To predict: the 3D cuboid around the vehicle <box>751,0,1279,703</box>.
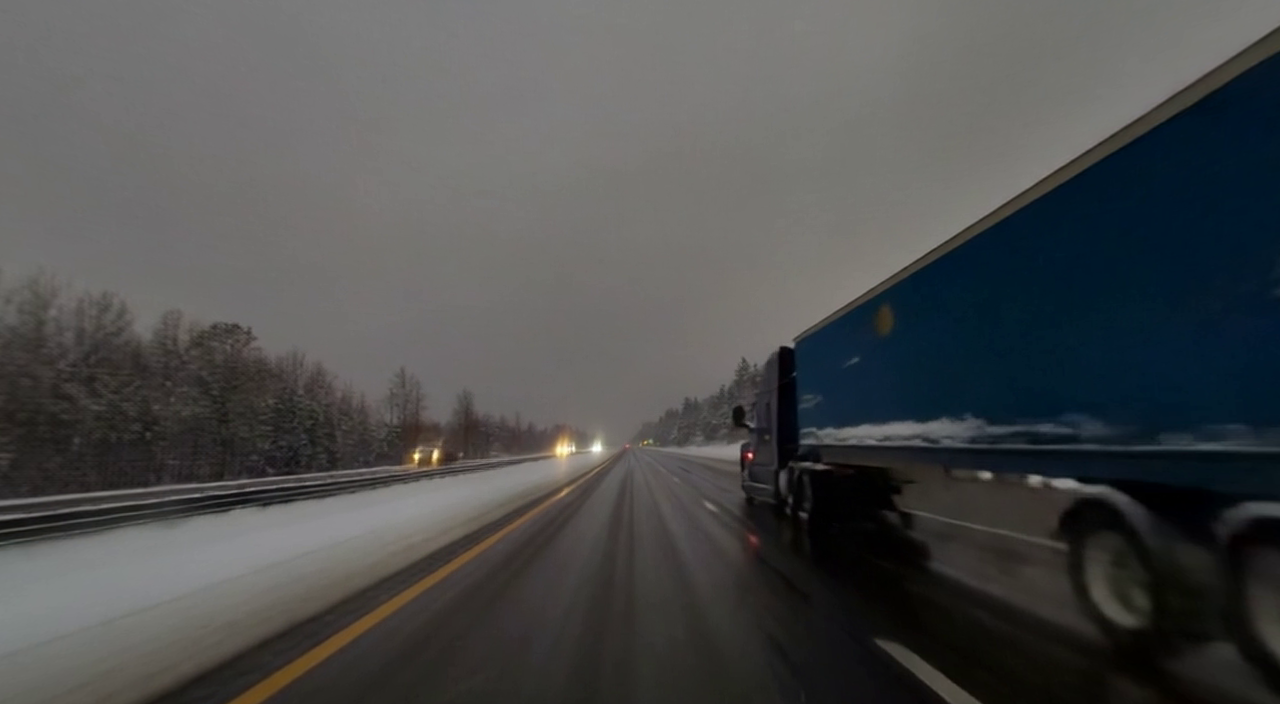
[{"bbox_3d":[4.064,0.305,7.075,2.922,3.905,14.151,0,-9,0],"label":"vehicle"}]
